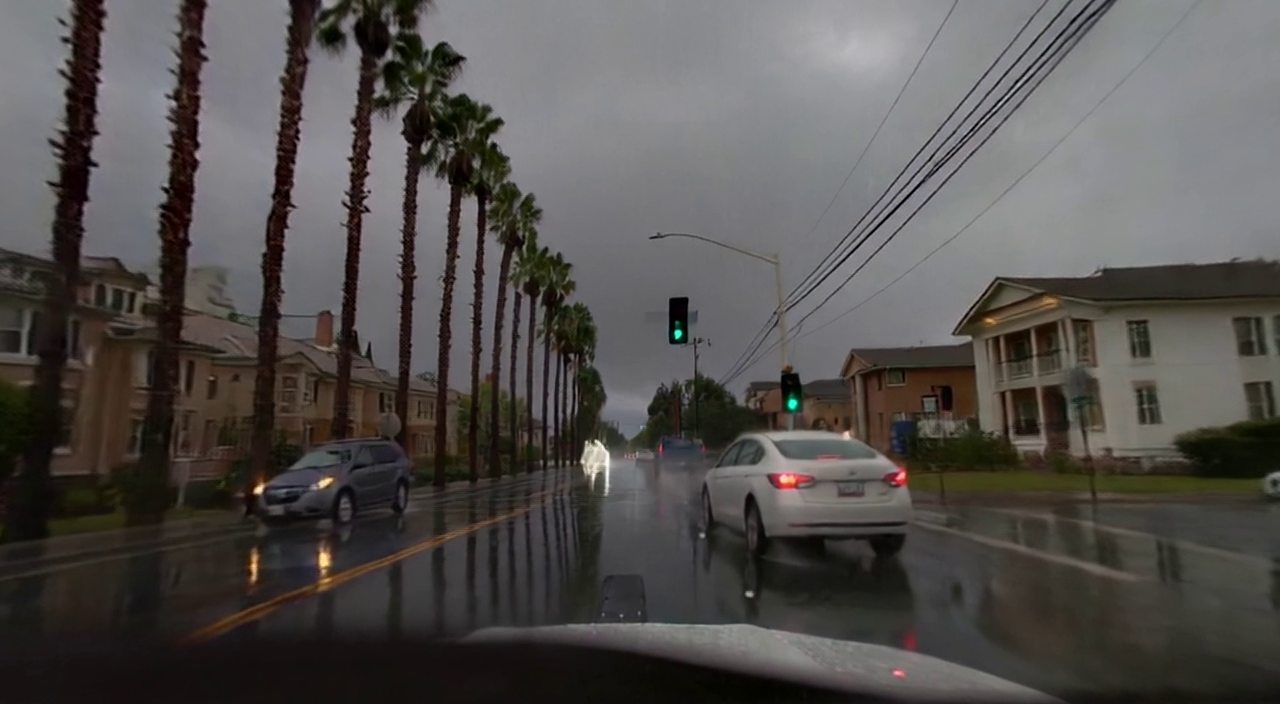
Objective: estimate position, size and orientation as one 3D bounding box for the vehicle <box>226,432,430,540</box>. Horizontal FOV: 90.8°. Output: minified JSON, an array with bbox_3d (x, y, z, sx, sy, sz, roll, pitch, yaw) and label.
[{"bbox_3d":[-6.622,2.799,14.094,2.069,1.820,4.388,-3,-6,5],"label":"vehicle"}]

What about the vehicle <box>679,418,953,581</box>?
[{"bbox_3d":[1.864,1.776,8.465,2.096,1.552,4.519,0,-9,-4],"label":"vehicle"}]

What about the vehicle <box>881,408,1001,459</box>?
[{"bbox_3d":[17.734,4.798,37.449,5.880,2.540,2.003,-4,-6,2],"label":"vehicle"}]
